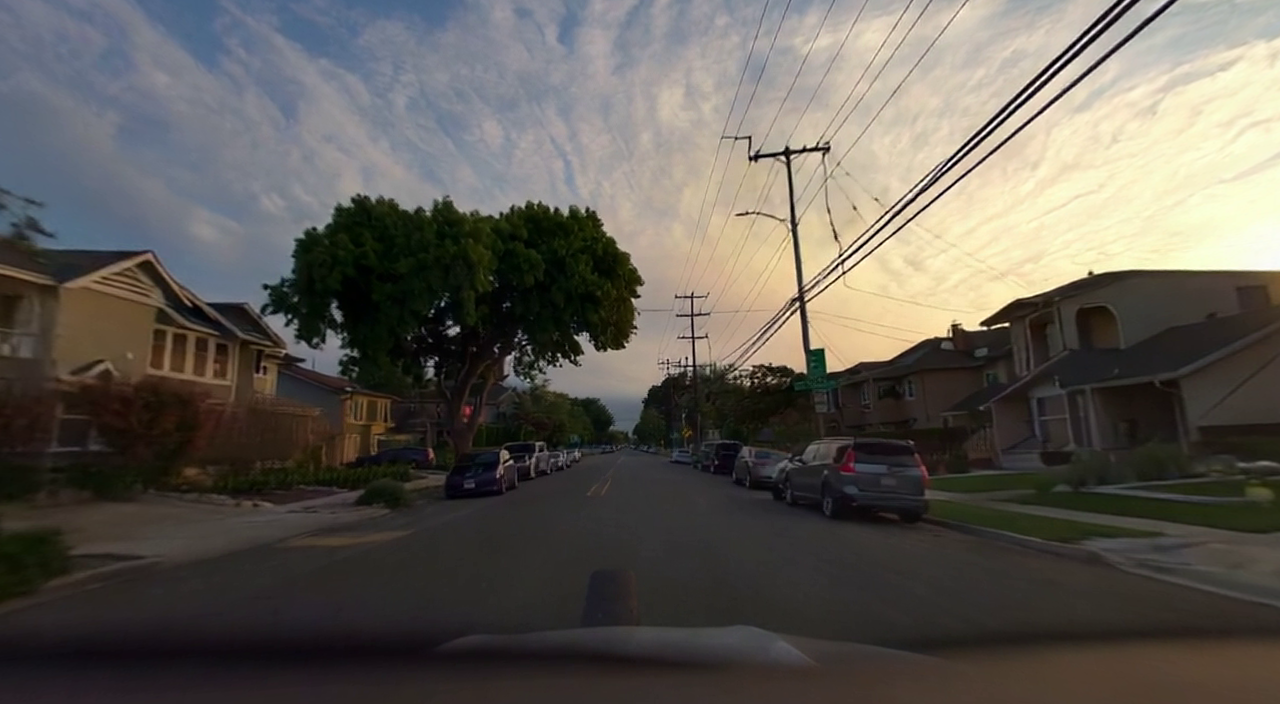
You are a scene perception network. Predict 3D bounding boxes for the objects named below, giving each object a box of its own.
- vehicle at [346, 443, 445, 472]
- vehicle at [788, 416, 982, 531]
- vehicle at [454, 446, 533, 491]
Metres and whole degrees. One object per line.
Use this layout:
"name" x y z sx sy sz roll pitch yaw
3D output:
"vehicle" -13.150 5.671 34.118 4.556 1.510 1.843 0 -9 -1
"vehicle" 4.587 2.350 12.724 2.086 1.885 4.323 0 -9 -1
"vehicle" -5.397 4.364 23.870 2.031 1.468 4.165 -2 -9 -1
